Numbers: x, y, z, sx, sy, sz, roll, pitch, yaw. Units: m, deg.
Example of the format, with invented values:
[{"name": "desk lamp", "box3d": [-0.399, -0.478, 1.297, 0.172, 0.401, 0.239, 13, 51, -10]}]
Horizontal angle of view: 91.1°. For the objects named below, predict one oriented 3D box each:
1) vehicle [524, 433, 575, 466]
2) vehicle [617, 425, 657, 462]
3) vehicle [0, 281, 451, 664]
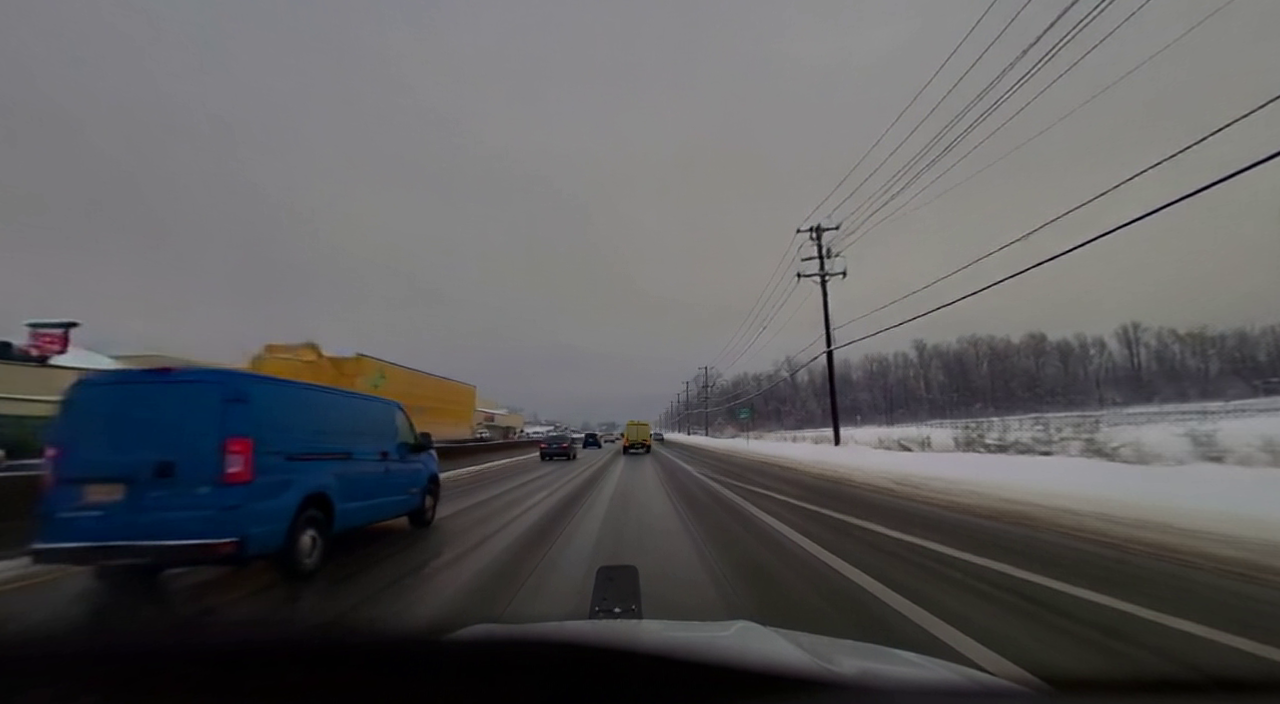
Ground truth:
[{"name": "vehicle", "box3d": [-4.588, 4.970, 32.394, 2.058, 1.557, 4.125, 0, -8, 0]}, {"name": "vehicle", "box3d": [-0.196, 5.342, 36.913, 2.213, 1.997, 4.456, 0, -8, -1]}, {"name": "vehicle", "box3d": [-4.144, 1.109, 6.882, 2.388, 2.410, 5.787, 0, -8, -1]}]
